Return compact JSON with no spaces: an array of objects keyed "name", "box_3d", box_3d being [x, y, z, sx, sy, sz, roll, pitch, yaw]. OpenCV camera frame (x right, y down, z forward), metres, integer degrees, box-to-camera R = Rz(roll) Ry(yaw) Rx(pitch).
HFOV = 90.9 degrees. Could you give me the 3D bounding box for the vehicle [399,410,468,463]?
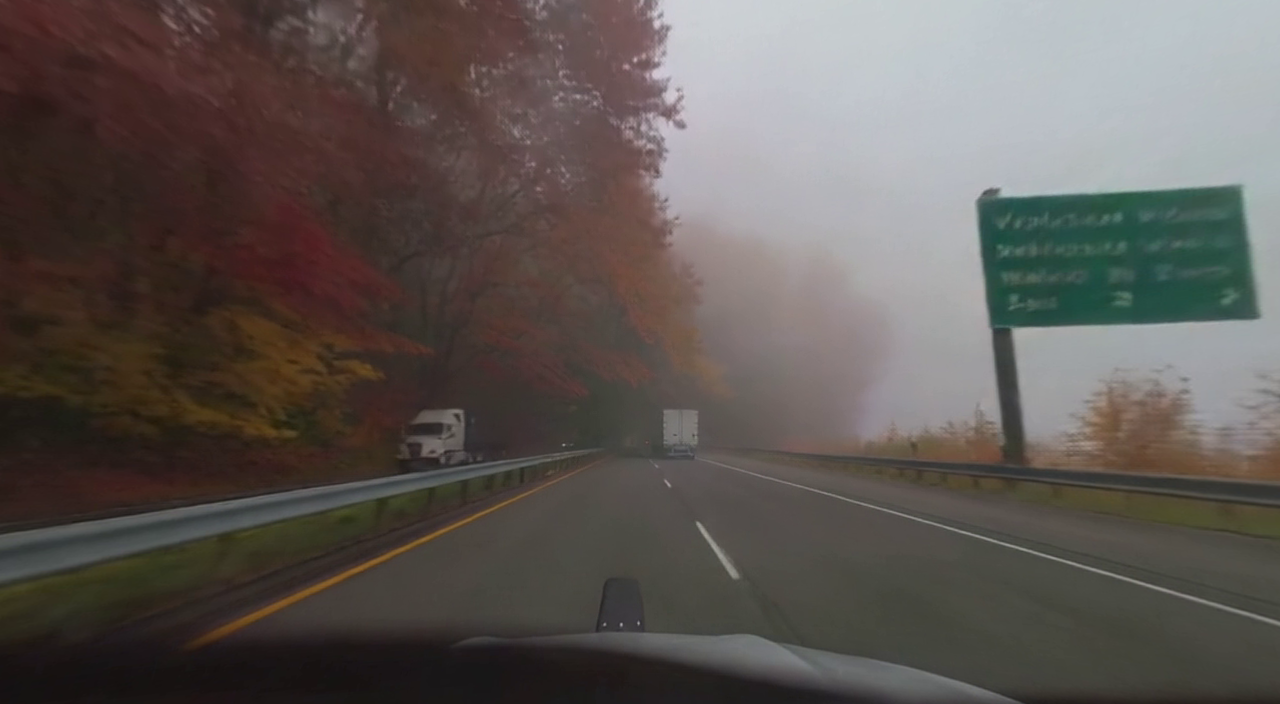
[{"name":"vehicle","box_3d":[-14.081,5.773,43.130,3.618,3.504,2.875,0,-8,1]}]
